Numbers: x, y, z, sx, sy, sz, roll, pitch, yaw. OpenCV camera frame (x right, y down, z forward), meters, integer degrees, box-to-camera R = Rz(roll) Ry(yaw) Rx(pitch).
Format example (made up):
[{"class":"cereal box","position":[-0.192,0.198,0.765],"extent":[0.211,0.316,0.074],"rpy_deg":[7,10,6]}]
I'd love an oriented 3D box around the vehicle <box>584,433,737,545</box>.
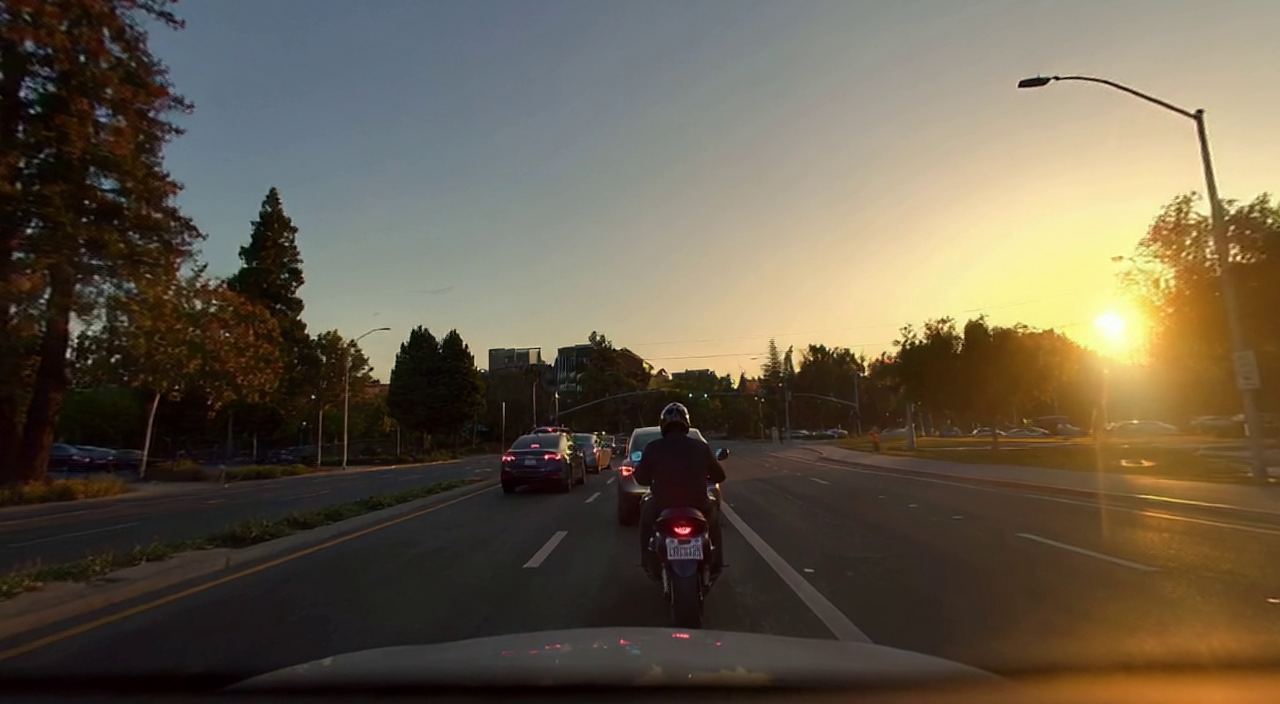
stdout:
[{"class":"vehicle","position":[0.332,2.146,10.676],"extent":[2.009,1.450,4.608],"rpy_deg":[-1,-8,2]}]

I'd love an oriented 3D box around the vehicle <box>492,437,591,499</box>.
[{"class":"vehicle","position":[-2.563,3.114,17.370],"extent":[1.979,1.499,3.840],"rpy_deg":[-1,-8,2]}]
